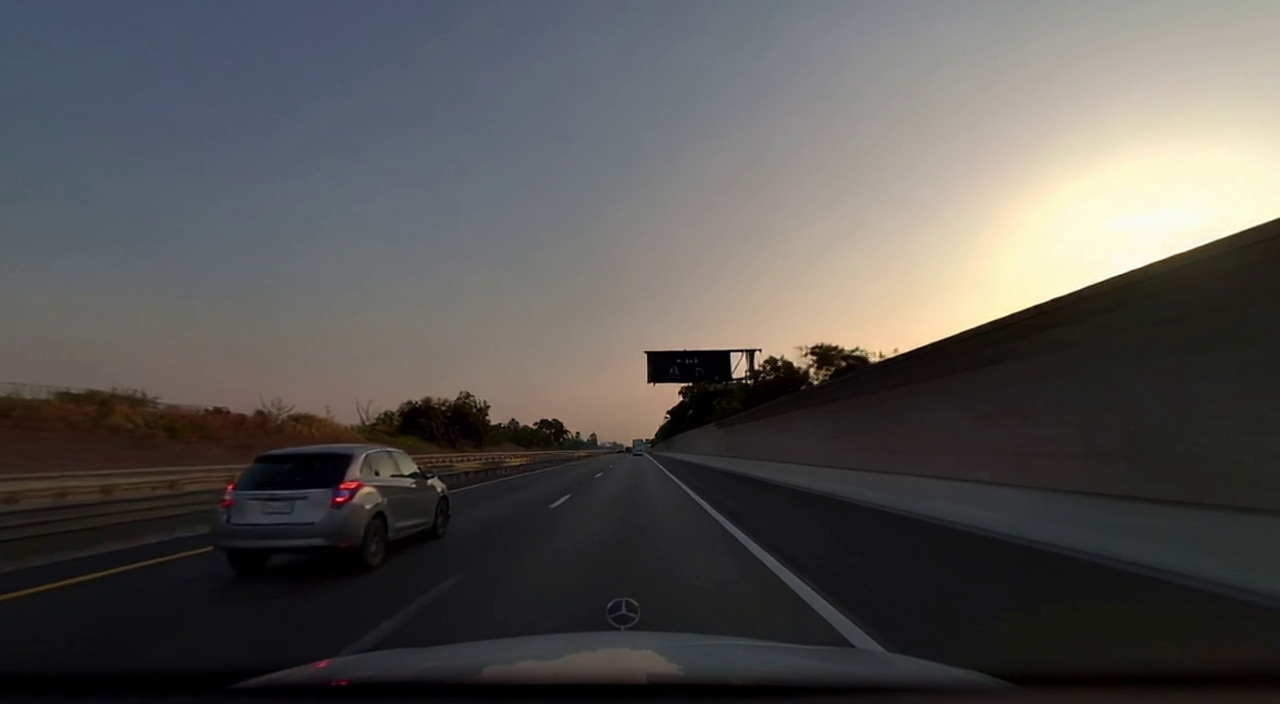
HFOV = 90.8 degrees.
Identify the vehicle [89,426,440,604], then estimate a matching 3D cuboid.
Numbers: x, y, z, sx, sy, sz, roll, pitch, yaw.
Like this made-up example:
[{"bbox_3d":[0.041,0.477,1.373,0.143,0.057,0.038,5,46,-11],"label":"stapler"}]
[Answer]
[{"bbox_3d":[-4.137,1.827,7.959,1.844,1.620,4.142,0,-9,0],"label":"vehicle"}]
